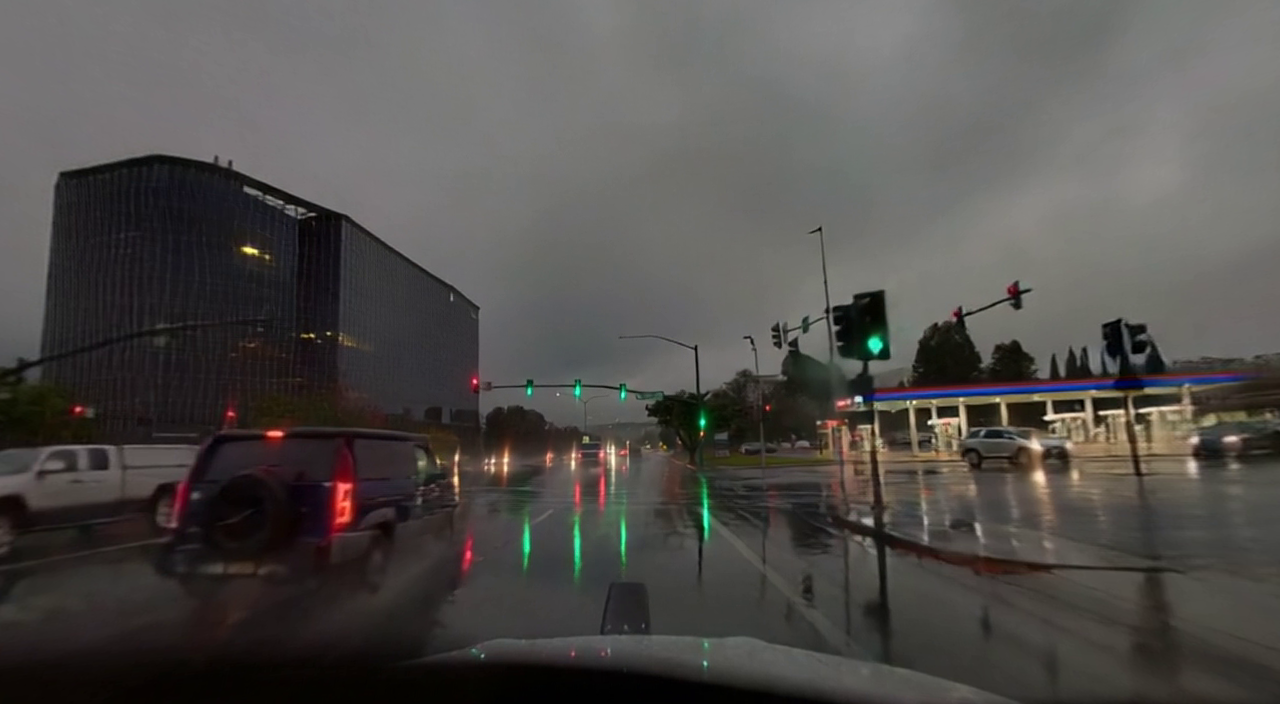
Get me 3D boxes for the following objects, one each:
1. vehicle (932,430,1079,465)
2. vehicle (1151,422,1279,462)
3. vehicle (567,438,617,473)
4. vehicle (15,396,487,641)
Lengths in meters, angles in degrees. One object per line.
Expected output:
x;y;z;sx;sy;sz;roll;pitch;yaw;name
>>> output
17.285;4.566;30.187;5.708;1.585;2.070;-3;-9;18;vehicle
25.519;3.900;27.371;4.700;1.579;1.823;-4;-8;19;vehicle
-2.984;6.638;40.679;2.602;2.091;6.347;0;-8;1;vehicle
-3.312;1.504;6.732;2.183;1.731;4.338;0;-8;1;vehicle
